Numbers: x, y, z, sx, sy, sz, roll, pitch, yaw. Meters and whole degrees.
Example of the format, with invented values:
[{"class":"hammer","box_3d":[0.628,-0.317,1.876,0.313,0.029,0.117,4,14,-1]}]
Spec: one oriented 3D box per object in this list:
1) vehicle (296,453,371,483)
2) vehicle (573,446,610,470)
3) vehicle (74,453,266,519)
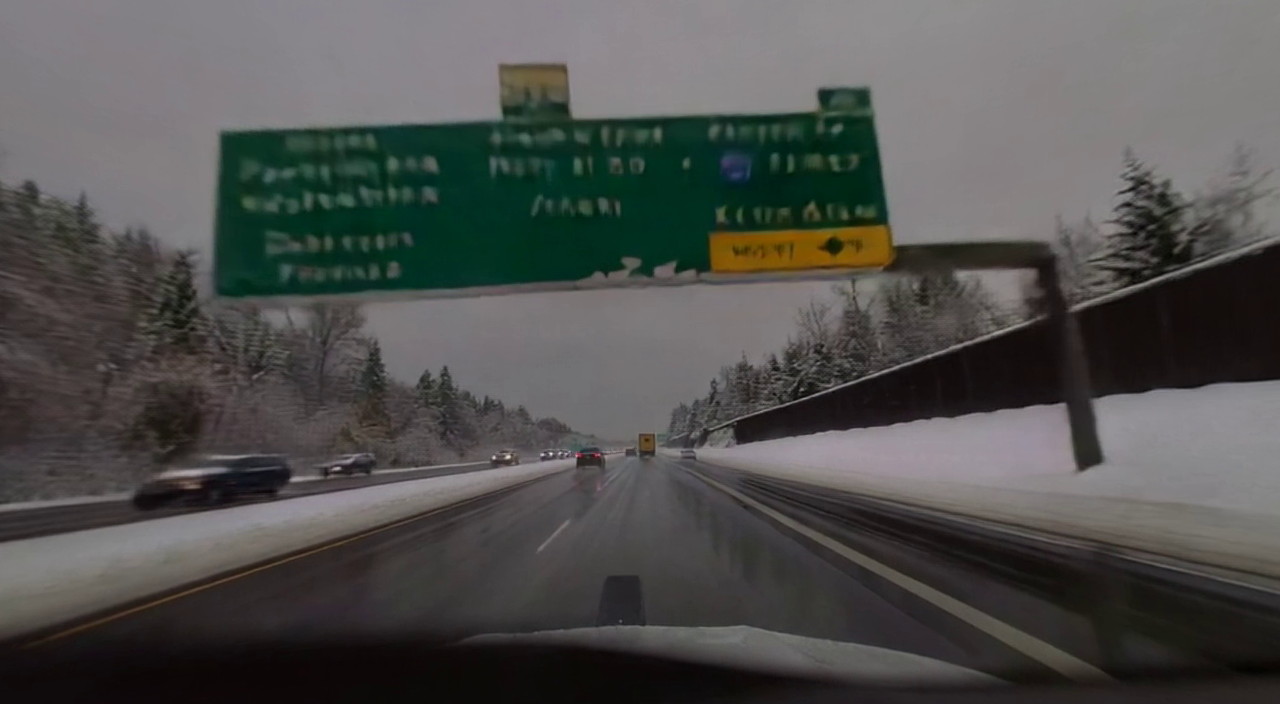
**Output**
[{"class":"vehicle","box_3d":[-15.877,6.002,32.911,1.824,1.471,3.966,0,-9,1]},{"class":"vehicle","box_3d":[-3.077,6.868,41.115,2.020,1.475,4.434,0,-9,0]},{"class":"vehicle","box_3d":[-11.885,3.368,16.388,1.802,1.439,4.099,0,-9,0]}]
